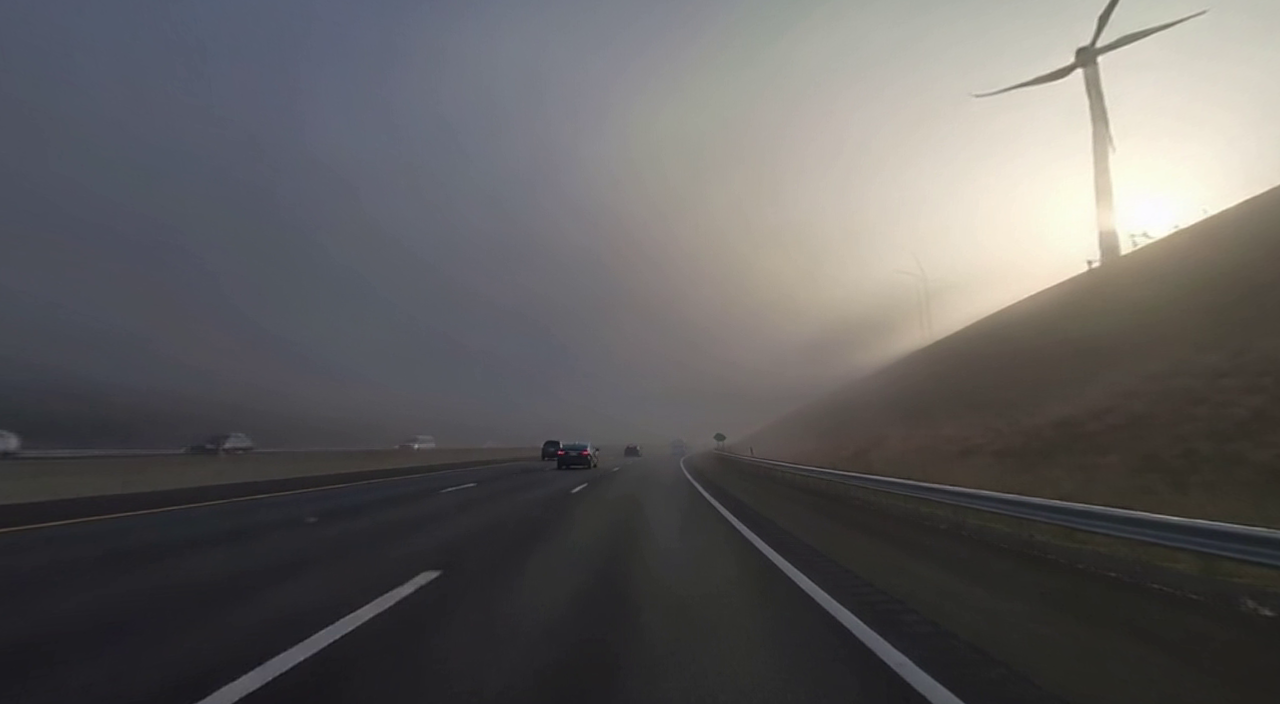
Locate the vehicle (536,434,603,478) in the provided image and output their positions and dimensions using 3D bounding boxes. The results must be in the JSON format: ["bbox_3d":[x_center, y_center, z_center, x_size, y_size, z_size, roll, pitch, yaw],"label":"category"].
[{"bbox_3d":[-2.881,4.377,26.747,2.118,1.702,4.355,0,-9,3],"label":"vehicle"}]

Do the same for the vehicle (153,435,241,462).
[{"bbox_3d":[-27.671,6.053,39.566,1.944,1.557,4.708,0,-9,3],"label":"vehicle"}]
